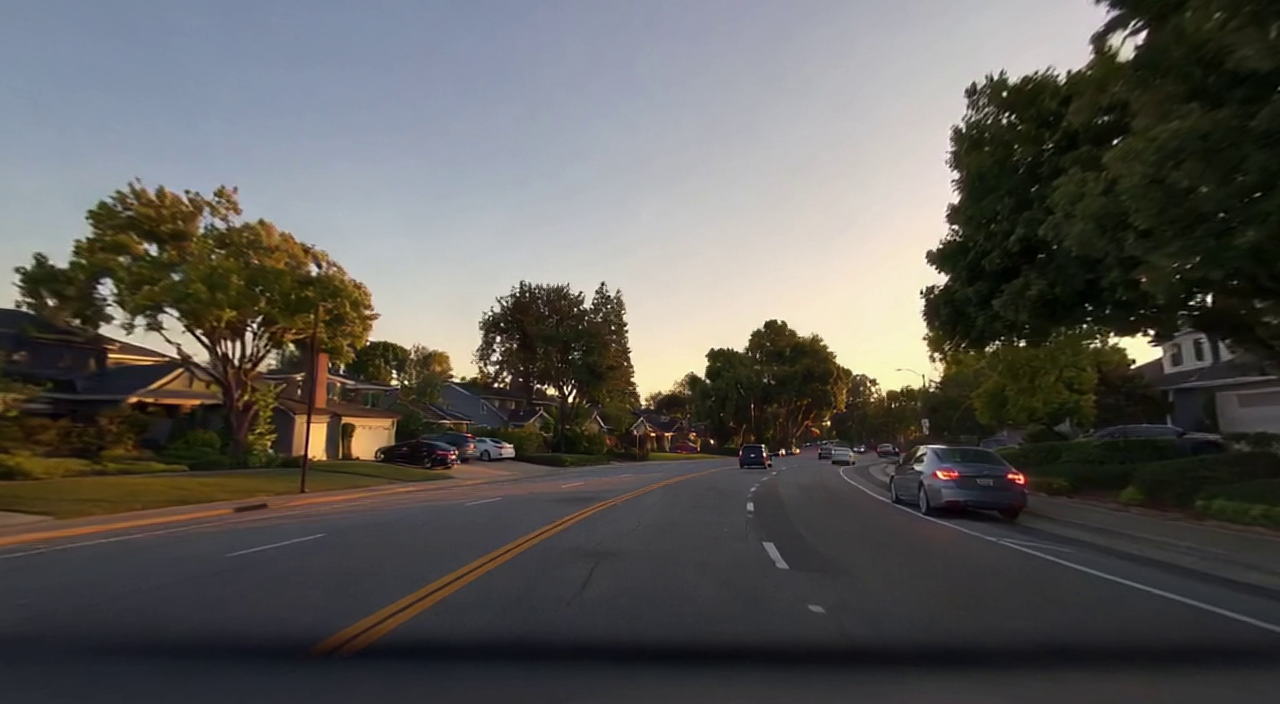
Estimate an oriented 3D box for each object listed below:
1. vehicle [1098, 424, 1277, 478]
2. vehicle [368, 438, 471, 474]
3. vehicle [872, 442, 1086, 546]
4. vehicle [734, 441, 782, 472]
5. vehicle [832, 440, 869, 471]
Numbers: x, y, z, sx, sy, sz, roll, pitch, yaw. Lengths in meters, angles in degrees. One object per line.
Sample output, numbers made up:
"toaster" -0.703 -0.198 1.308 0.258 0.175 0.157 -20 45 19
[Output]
"vehicle" 17.584 3.200 20.485 3.714 1.601 2.092 -2 -9 13
"vehicle" -11.507 5.385 32.950 4.646 1.502 1.874 2 -7 11
"vehicle" 5.808 2.419 11.524 1.934 1.506 4.282 -1 -9 7
"vehicle" 7.040 6.115 37.155 2.106 1.667 4.367 -3 -9 19
"vehicle" 13.939 6.792 41.654 2.059 1.924 4.257 -3 -9 20
